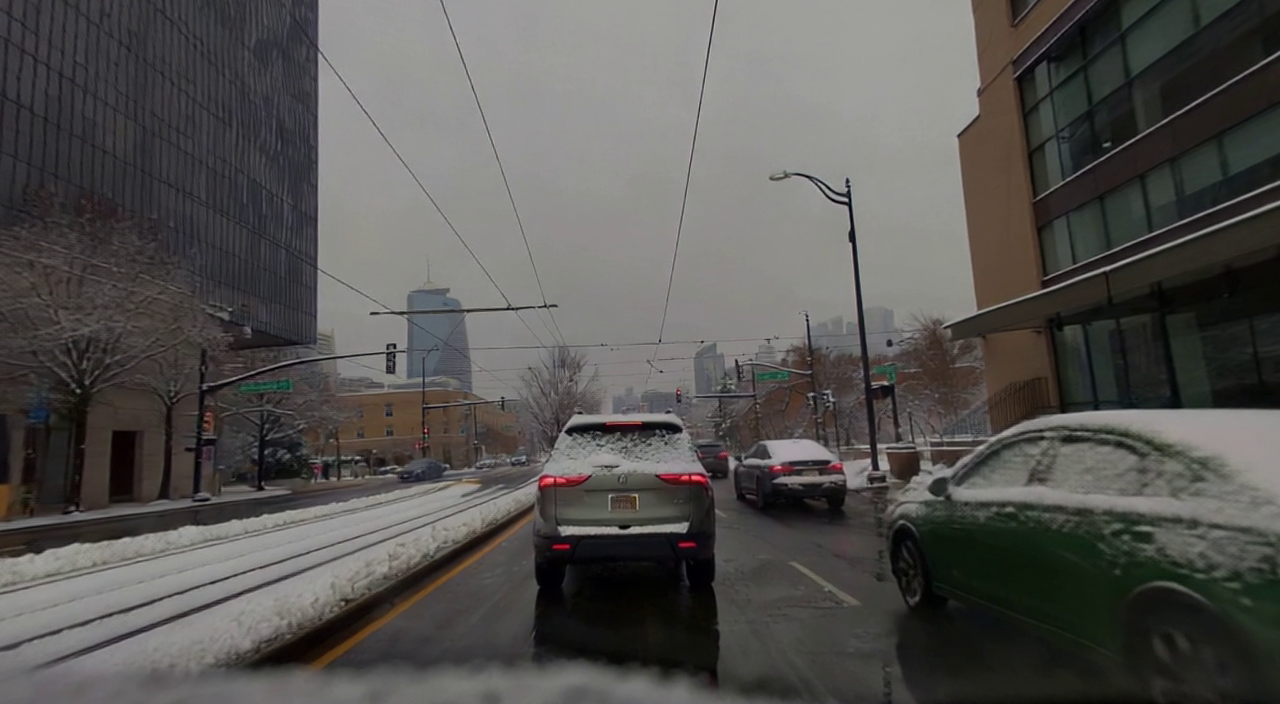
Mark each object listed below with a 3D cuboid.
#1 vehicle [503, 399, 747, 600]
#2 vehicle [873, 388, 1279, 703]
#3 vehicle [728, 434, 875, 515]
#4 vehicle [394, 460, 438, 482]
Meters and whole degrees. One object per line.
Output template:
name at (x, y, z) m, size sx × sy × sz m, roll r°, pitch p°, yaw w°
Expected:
vehicle at (-0.198, 1.629, 7.863) m, size 2.178 × 1.779 × 4.255 m, roll 0°, pitch -8°, yaw -2°
vehicle at (3.137, 1.064, 3.452) m, size 1.993 × 1.480 × 4.324 m, roll 0°, pitch -8°, yaw -1°
vehicle at (3.506, 2.751, 14.667) m, size 2.128 × 1.582 × 4.188 m, roll 0°, pitch -8°, yaw -2°
vehicle at (-16.212, 8.585, 45.896) m, size 1.798 × 1.409 × 4.239 m, roll 0°, pitch -8°, yaw -2°
